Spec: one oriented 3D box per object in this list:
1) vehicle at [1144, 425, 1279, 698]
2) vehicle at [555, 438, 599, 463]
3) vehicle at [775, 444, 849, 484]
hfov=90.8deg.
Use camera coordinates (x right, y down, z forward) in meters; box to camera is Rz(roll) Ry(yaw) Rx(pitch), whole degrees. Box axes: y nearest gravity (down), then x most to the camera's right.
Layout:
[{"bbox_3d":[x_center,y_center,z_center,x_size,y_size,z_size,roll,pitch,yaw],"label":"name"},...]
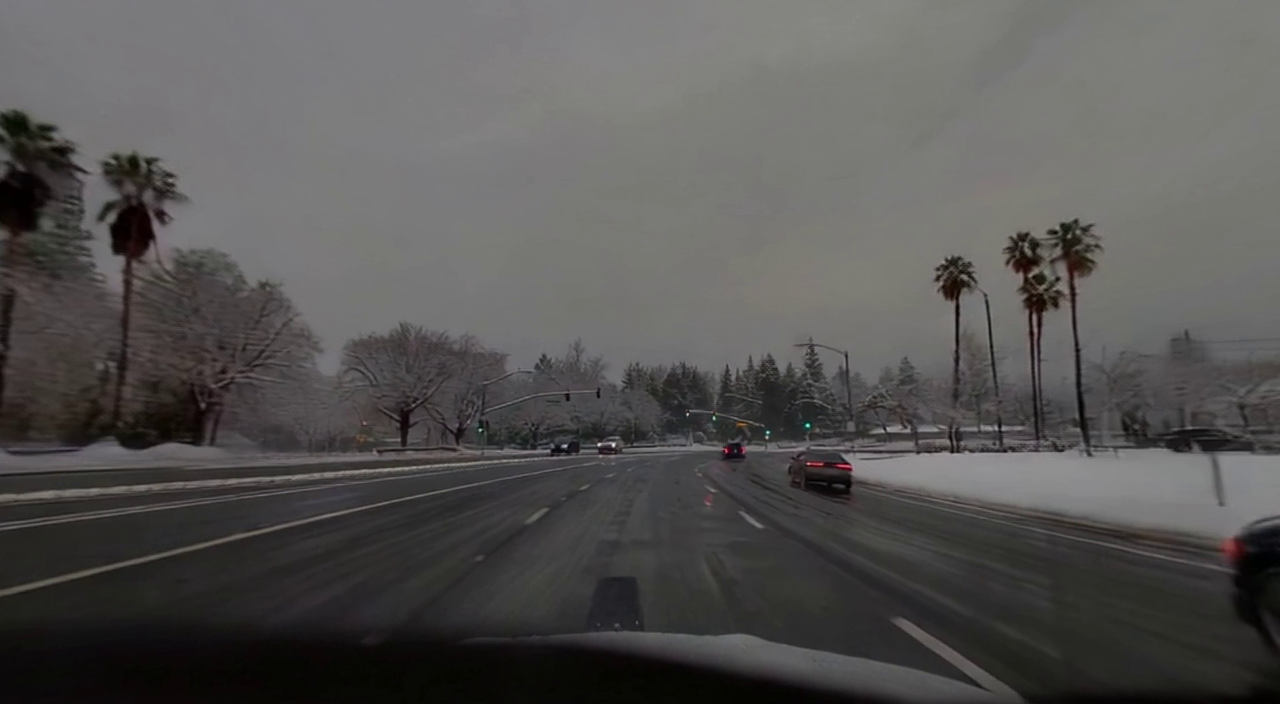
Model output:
[{"bbox_3d":[4.473,0.989,2.399,1.993,1.483,3.821,0,-8,2],"label":"vehicle"},{"bbox_3d":[-4.475,7.151,45.906,2.072,1.738,4.757,-1,-9,8],"label":"vehicle"},{"bbox_3d":[7.041,4.602,26.340,2.144,1.473,4.638,-1,-8,5],"label":"vehicle"}]
